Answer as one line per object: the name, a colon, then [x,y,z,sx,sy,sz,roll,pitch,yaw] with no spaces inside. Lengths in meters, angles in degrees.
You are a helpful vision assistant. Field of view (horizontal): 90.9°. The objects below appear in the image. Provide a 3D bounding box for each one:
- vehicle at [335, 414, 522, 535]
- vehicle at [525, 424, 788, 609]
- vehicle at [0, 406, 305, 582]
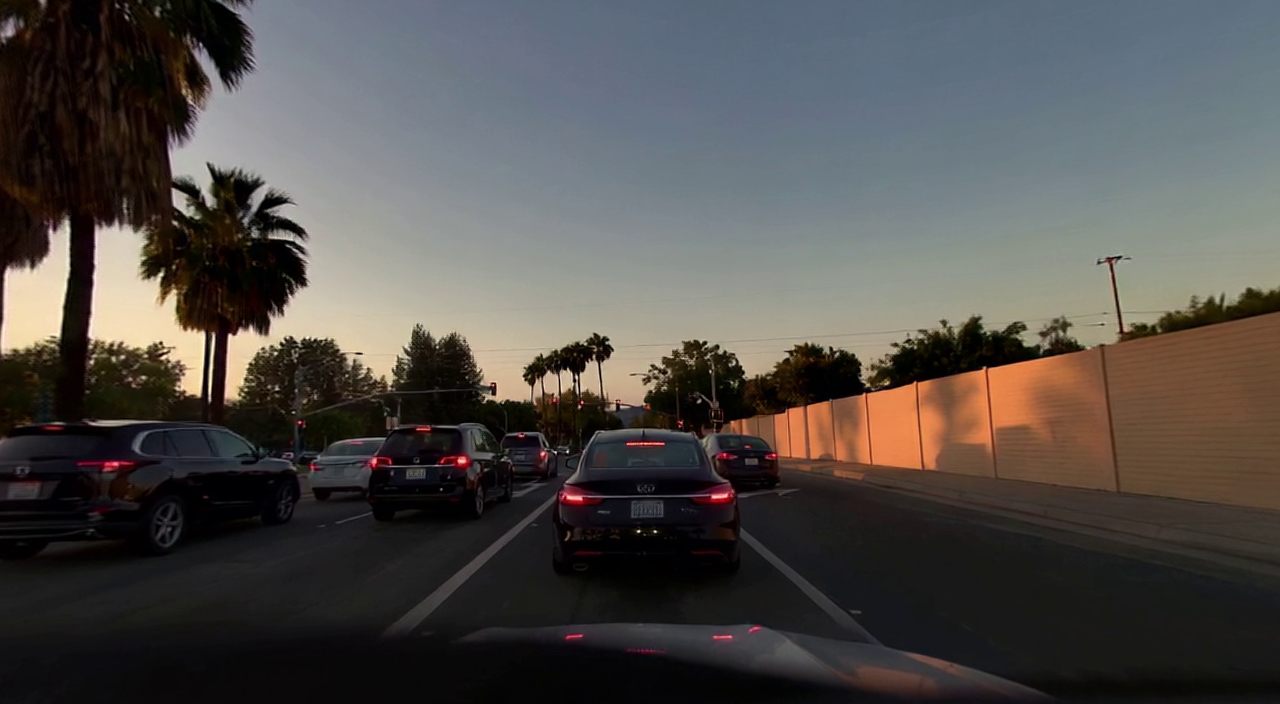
vehicle: [-3.484,2.097,11.354,2.007,1.746,4.136,0,-8,-1]
vehicle: [0.066,1.650,7.316,2.128,1.473,4.272,0,-8,-2]
vehicle: [-6.680,1.725,8.477,1.963,1.721,4.467,0,-8,-2]
